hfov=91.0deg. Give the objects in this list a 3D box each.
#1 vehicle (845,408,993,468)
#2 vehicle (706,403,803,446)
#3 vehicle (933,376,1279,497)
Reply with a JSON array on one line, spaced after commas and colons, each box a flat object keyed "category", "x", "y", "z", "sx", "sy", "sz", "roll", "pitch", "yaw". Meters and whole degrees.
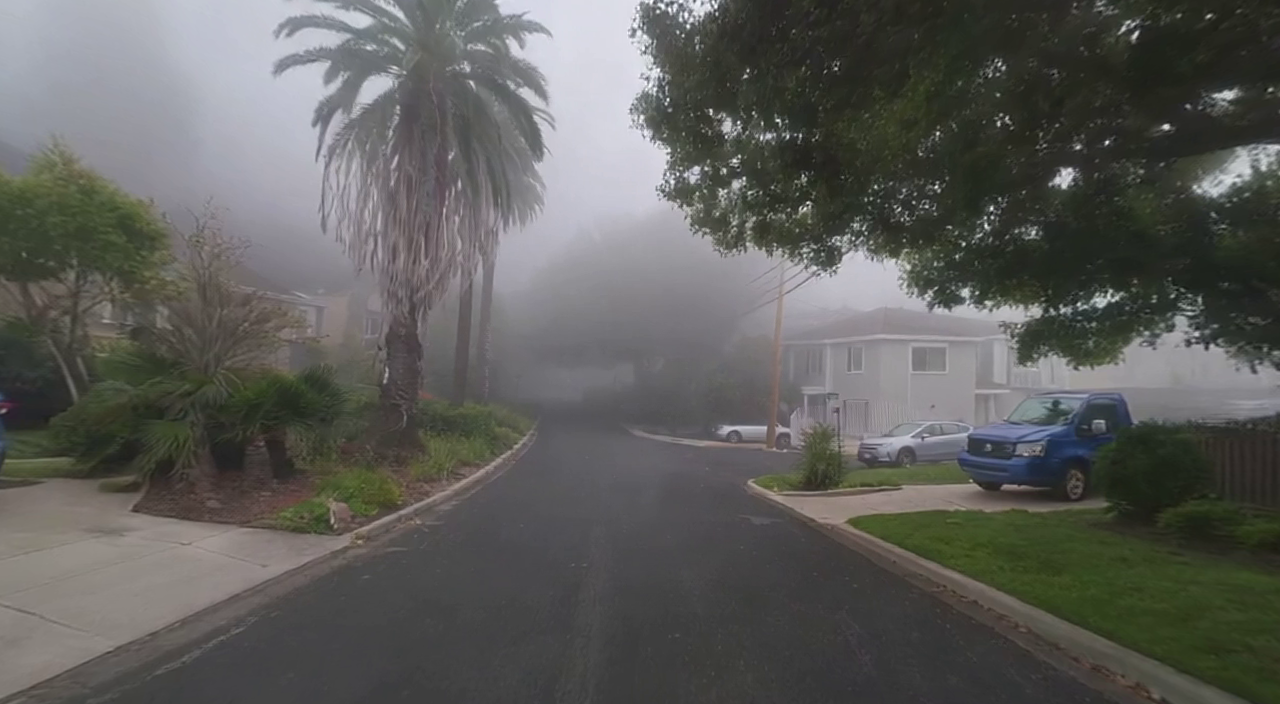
[{"category": "vehicle", "x": 10.223, "y": 3.151, "z": 23.186, "sx": 4.443, "sy": 1.948, "sz": 2.230, "roll": 1, "pitch": -9, "yaw": -17}, {"category": "vehicle", "x": 7.021, "y": 4.501, "z": 38.432, "sx": 5.663, "sy": 1.913, "sz": 2.170, "roll": 9, "pitch": -14, "yaw": -26}, {"category": "vehicle", "x": 9.967, "y": 1.826, "z": 13.501, "sx": 6.615, "sy": 2.137, "sz": 2.578, "roll": 3, "pitch": -9, "yaw": -19}]
